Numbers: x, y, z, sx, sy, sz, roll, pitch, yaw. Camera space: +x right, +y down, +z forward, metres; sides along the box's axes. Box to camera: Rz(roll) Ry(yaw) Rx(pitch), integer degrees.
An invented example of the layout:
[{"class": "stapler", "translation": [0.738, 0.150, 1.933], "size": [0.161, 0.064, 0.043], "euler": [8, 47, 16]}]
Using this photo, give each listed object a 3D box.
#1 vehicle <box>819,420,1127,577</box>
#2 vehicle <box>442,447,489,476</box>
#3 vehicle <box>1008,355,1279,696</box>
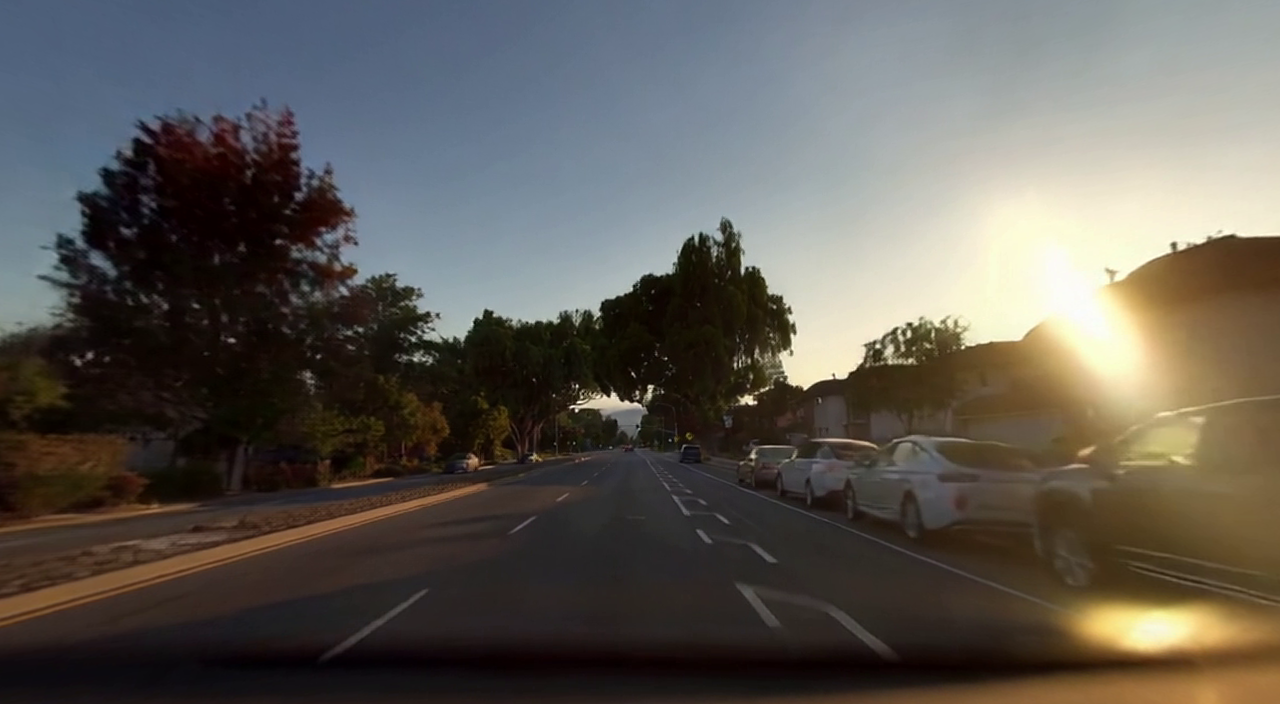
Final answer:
[{"class": "vehicle", "translation": [4.575, 2.079, 9.963], "size": [1.917, 1.664, 5.490], "euler": [3, -9, 0]}, {"class": "vehicle", "translation": [-12.487, 7.820, 45.482], "size": [2.034, 1.646, 4.808], "euler": [-5, -7, -2]}, {"class": "vehicle", "translation": [4.524, 0.949, 3.360], "size": [2.074, 1.838, 5.402], "euler": [1, -8, 3]}]
